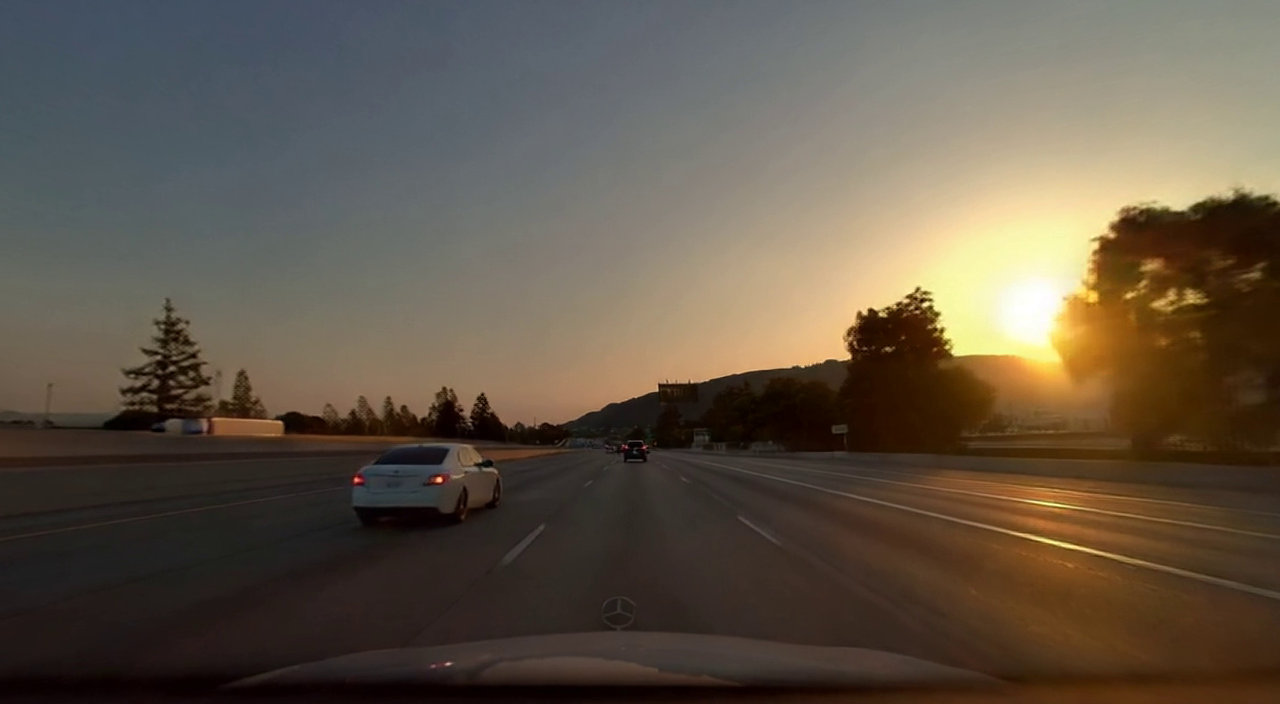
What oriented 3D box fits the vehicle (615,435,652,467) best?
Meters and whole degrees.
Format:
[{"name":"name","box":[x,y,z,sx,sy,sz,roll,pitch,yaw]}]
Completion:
[{"name":"vehicle","box":[-0.430,6.494,41.537,2.269,1.924,4.596,0,-8,-1]}]

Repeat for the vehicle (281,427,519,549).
[{"name":"vehicle","box":[-3.624,2.146,10.803,2.140,1.574,4.946,0,-8,0]}]
